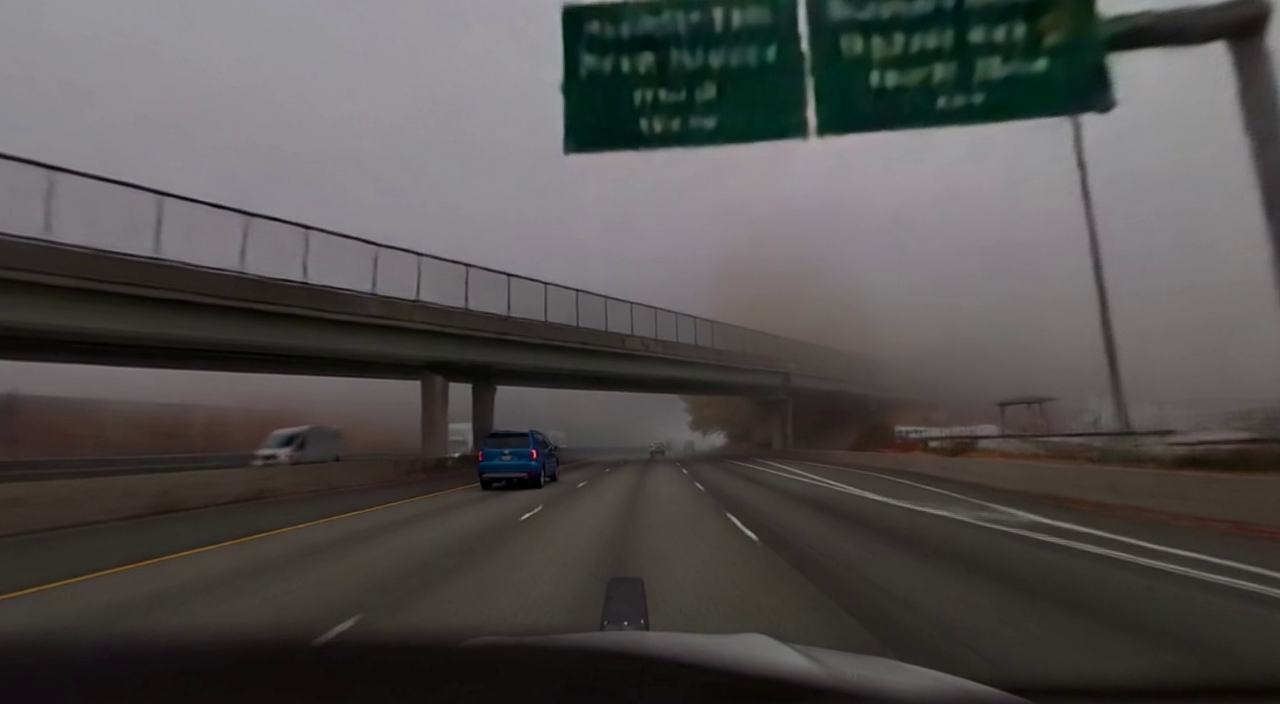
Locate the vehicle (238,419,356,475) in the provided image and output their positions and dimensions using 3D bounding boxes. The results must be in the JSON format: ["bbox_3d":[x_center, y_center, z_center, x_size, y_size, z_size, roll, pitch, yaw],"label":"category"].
[{"bbox_3d":[-22.476,6.318,41.916,3.136,3.324,7.842,-1,-8,3],"label":"vehicle"}]

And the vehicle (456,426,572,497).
[{"bbox_3d":[-3.323,3.003,17.600,2.177,1.707,4.432,0,-8,2],"label":"vehicle"}]
